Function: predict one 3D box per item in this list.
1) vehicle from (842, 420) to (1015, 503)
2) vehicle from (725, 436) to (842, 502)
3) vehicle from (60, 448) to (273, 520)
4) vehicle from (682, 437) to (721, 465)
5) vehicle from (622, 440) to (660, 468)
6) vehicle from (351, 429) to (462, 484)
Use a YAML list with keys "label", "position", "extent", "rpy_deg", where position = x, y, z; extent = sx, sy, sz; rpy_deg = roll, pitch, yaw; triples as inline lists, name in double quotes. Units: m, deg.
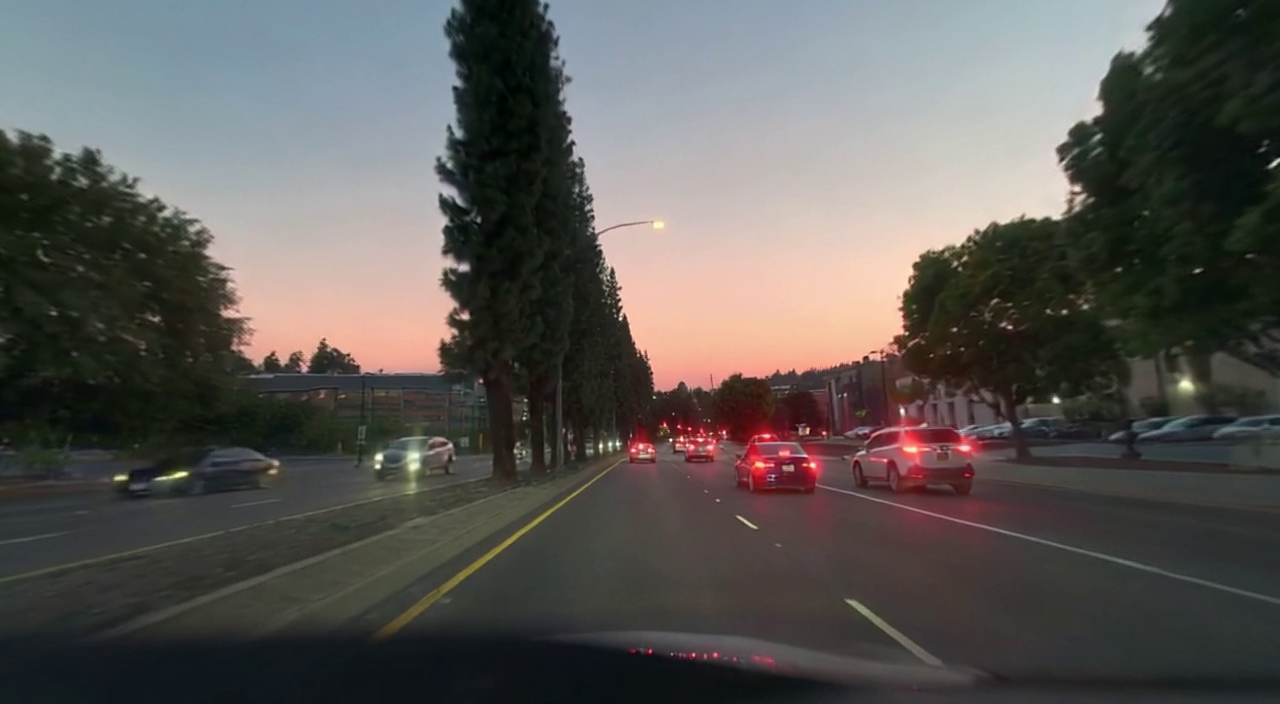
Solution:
- label: "vehicle"
  position: [7.373, 2.873, 16.807]
  extent: [2.188, 1.840, 5.050]
  rpy_deg: [0, -9, 0]
- label: "vehicle"
  position: [3.631, 3.059, 16.835]
  extent: [2.010, 1.490, 4.639]
  rpy_deg: [0, -9, -1]
- label: "vehicle"
  position: [-11.448, 3.165, 15.677]
  extent: [1.866, 1.500, 4.361]
  rpy_deg: [0, -9, 0]
- label: "vehicle"
  position: [4.085, 6.697, 42.516]
  extent: [2.130, 1.718, 4.310]
  rpy_deg: [0, -9, -1]
- label: "vehicle"
  position: [0.073, 6.007, 37.115]
  extent: [2.111, 1.506, 4.018]
  rpy_deg: [0, -9, 0]
- label: "vehicle"
  position: [-8.241, 3.758, 22.731]
  extent: [2.116, 1.747, 4.727]
  rpy_deg: [0, -9, 1]
